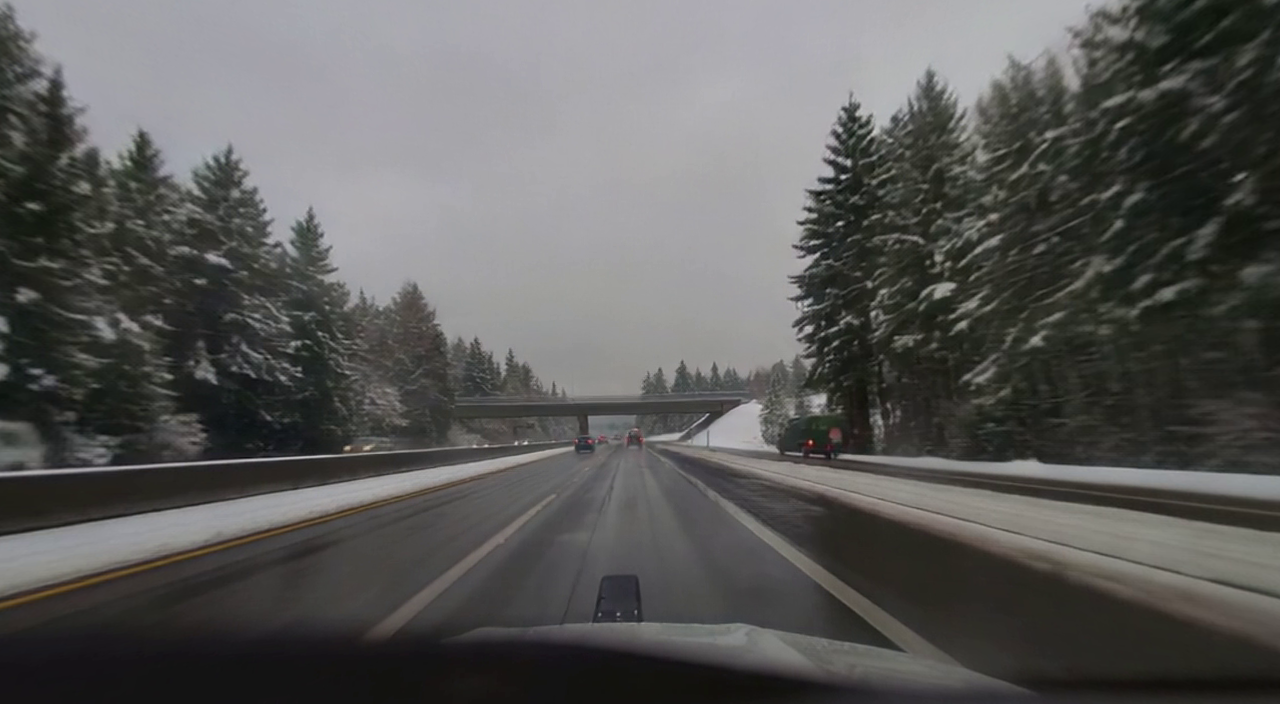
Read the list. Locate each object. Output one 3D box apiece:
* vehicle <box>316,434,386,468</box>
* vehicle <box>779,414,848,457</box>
[{"bbox_3d":[-16.742,5.735,36.729,1.946,1.804,4.654,0,-8,-1],"label":"vehicle"},{"bbox_3d":[9.249,4.493,34.000,2.123,2.156,4.679,0,-8,-3],"label":"vehicle"}]
